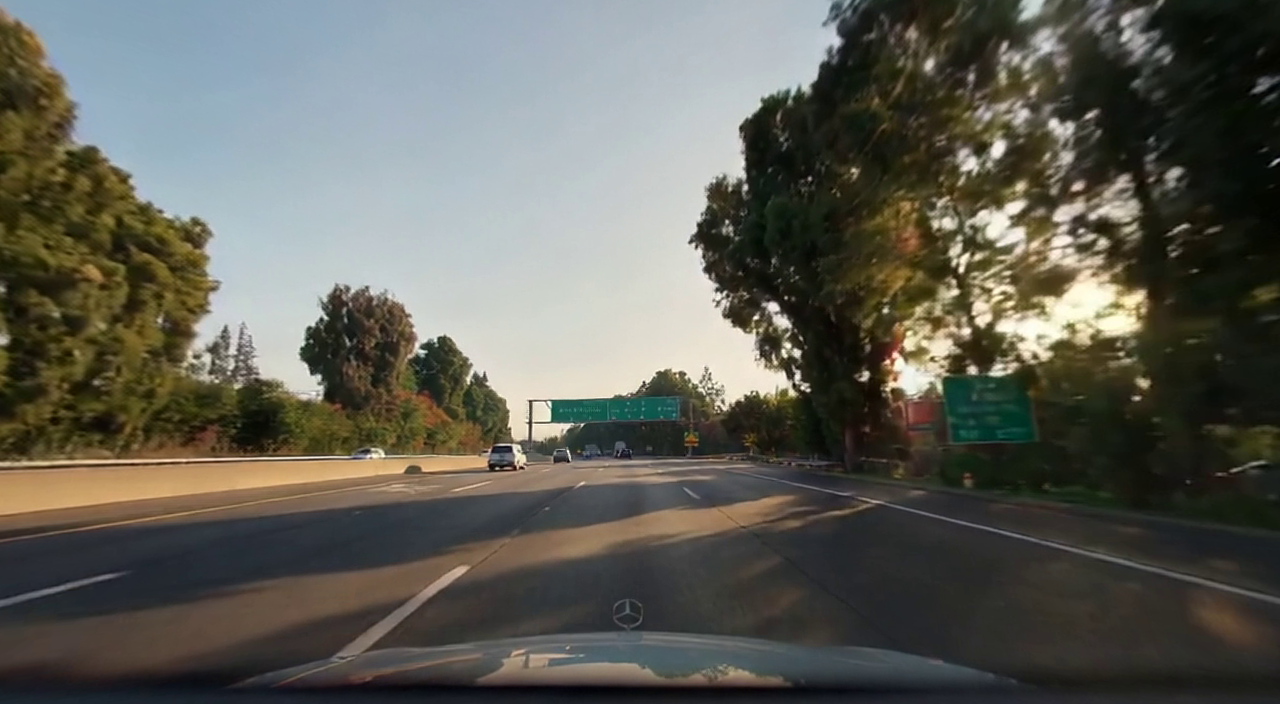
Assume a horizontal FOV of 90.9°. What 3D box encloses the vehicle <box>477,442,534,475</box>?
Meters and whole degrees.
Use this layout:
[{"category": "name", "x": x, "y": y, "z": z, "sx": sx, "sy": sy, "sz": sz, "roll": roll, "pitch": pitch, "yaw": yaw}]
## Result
[{"category": "vehicle", "x": -7.671, "y": 6.120, "z": 36.548, "sx": 2.179, "sy": 1.710, "sz": 5.160, "roll": 0, "pitch": -8, "yaw": 0}]
